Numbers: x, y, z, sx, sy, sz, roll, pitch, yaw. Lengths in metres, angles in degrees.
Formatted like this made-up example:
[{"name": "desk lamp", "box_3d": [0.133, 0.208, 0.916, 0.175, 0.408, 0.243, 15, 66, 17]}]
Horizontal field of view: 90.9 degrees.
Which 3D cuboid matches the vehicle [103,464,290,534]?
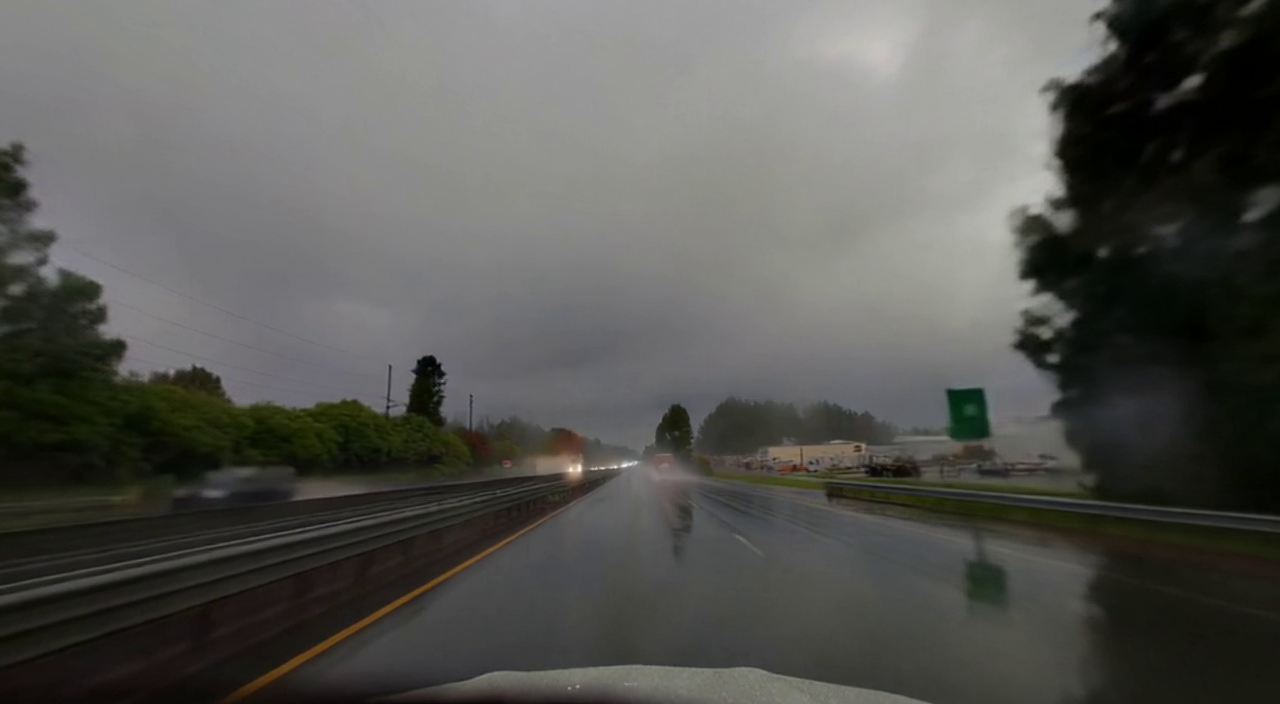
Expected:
[{"name": "vehicle", "box_3d": [-11.798, 3.914, 17.214, 1.947, 1.628, 4.211, 0, -10, 1]}]
